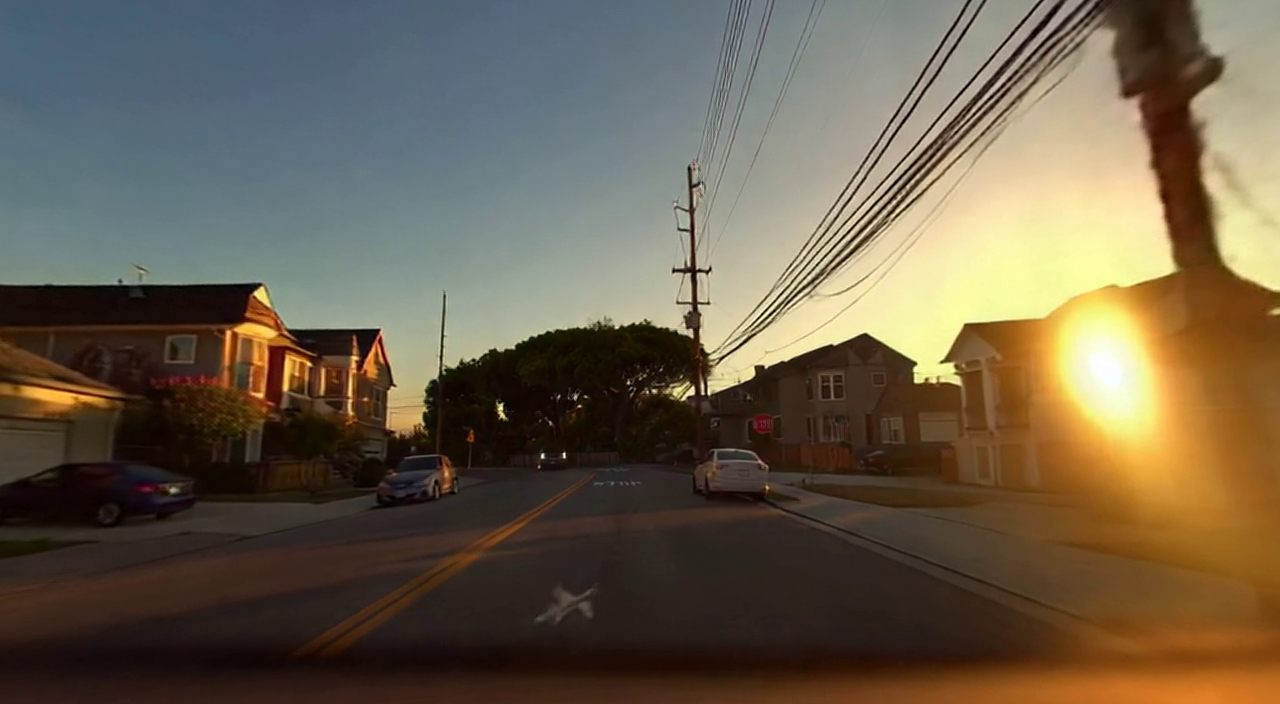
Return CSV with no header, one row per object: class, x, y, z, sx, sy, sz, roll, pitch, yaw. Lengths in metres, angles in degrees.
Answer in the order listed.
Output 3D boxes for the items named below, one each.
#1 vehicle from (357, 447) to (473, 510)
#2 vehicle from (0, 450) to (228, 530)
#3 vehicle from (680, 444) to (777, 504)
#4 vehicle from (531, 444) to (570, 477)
vehicle,-7.256,4.082,20.991,2.156,1.728,4.619,-2,-8,0
vehicle,-12.330,3.099,14.506,4.266,1.674,1.933,0,-9,-2
vehicle,2.397,3.469,18.398,2.080,1.531,4.415,0,-9,-1
vehicle,-5.687,6.818,39.988,2.277,1.970,4.512,1,-9,-8
